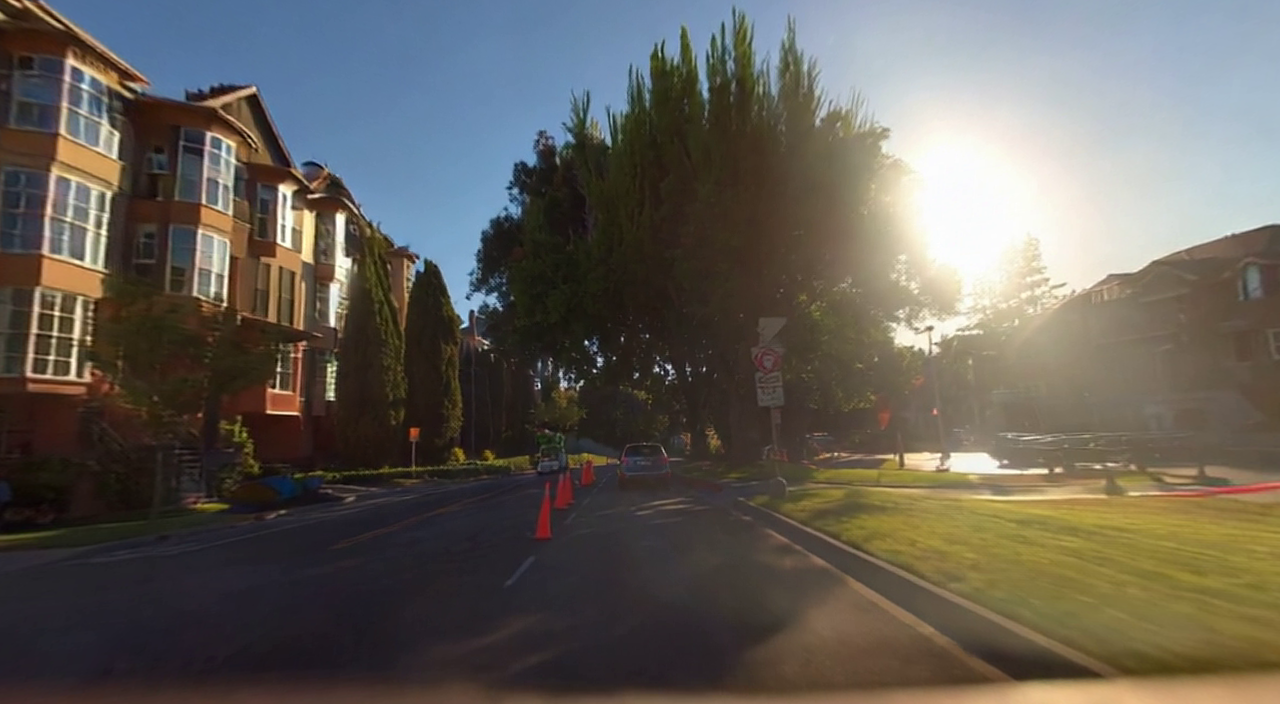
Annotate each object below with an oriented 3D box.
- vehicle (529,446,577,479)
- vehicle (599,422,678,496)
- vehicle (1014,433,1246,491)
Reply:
[{"bbox_3d":[-6.040,7.753,44.629,2.502,2.163,5.833,0,-9,0],"label":"vehicle"},{"bbox_3d":[-0.063,3.366,20.088,2.169,2.015,5.206,0,-9,-1],"label":"vehicle"},{"bbox_3d":[13.165,3.000,17.305,4.567,1.448,1.890,-1,-9,8],"label":"vehicle"}]
